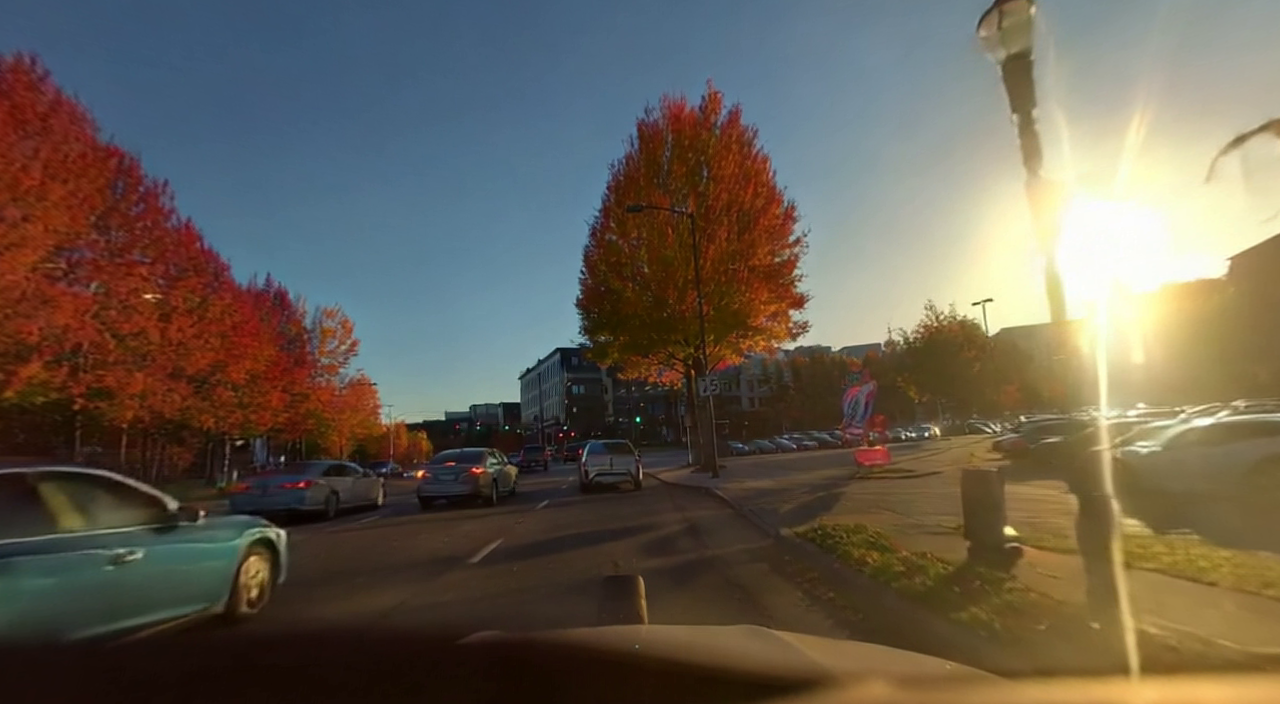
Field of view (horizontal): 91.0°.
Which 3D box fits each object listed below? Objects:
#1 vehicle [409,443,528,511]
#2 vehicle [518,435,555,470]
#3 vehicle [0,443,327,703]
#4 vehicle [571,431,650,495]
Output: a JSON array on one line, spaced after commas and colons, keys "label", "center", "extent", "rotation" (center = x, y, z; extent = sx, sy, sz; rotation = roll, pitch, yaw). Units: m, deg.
[{"label": "vehicle", "center": [-4.383, 3.256, 16.949], "extent": [1.974, 1.549, 4.603], "rotation": [1, -9, -1]}, {"label": "vehicle", "center": [-6.377, 6.210, 39.026], "extent": [2.082, 2.018, 4.308], "rotation": [2, -9, -8]}, {"label": "vehicle", "center": [-4.180, 1.273, 3.549], "extent": [2.090, 1.506, 5.326], "rotation": [1, -9, 0]}, {"label": "vehicle", "center": [-0.943, 3.344, 19.248], "extent": [2.144, 1.704, 4.028], "rotation": [1, -9, -4]}]
